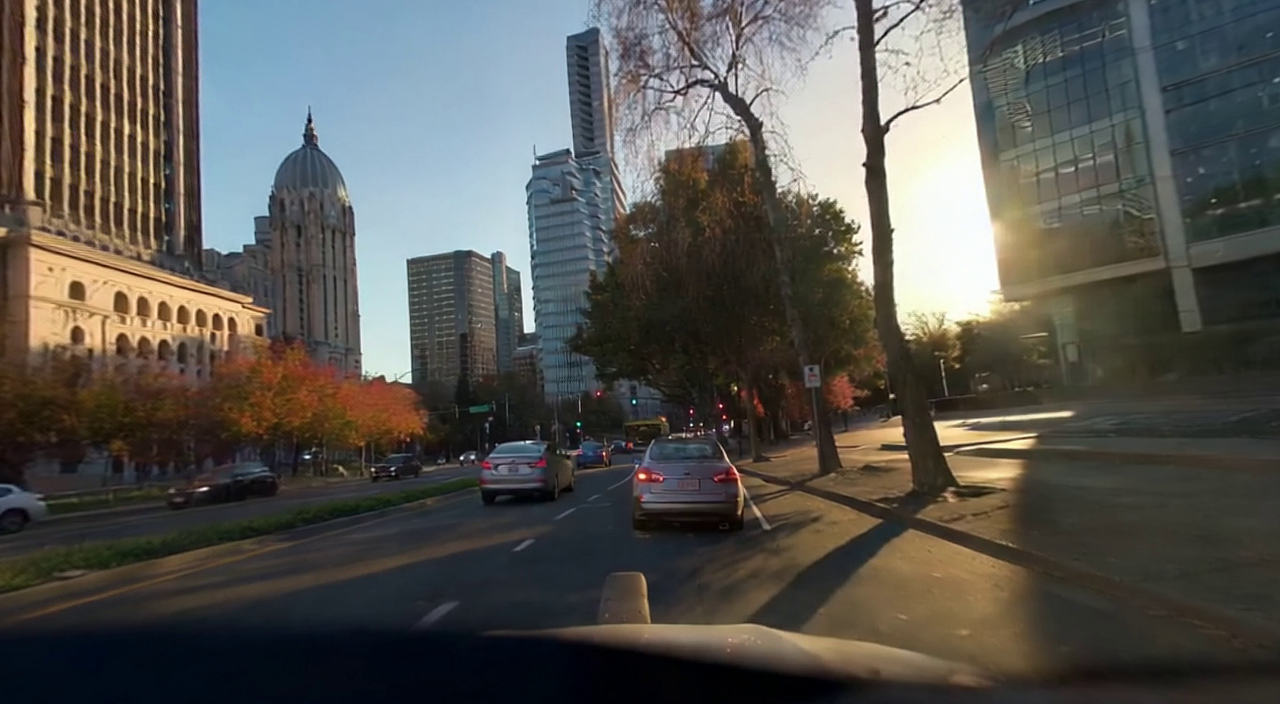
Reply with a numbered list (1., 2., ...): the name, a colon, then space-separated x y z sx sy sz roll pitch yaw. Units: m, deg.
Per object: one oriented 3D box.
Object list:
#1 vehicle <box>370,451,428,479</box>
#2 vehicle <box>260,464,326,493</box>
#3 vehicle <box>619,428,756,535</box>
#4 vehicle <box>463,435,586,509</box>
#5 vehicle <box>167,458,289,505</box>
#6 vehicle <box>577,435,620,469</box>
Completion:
1. vehicle: -16.656 7.790 43.846 2.024 1.782 4.827 0 -9 1
2. vehicle: -23.283 8.473 42.508 2.003 1.747 4.505 0 -9 -2
3. vehicle: 0.736 2.134 10.936 1.933 1.504 3.802 0 -9 2
4. vehicle: -2.592 2.805 15.253 1.961 1.517 4.202 0 -9 3
5. vehicle: -16.945 5.317 26.267 2.075 1.700 4.405 0 -9 0
6. vehicle: -2.240 5.540 35.133 1.969 1.764 4.160 0 -9 2
